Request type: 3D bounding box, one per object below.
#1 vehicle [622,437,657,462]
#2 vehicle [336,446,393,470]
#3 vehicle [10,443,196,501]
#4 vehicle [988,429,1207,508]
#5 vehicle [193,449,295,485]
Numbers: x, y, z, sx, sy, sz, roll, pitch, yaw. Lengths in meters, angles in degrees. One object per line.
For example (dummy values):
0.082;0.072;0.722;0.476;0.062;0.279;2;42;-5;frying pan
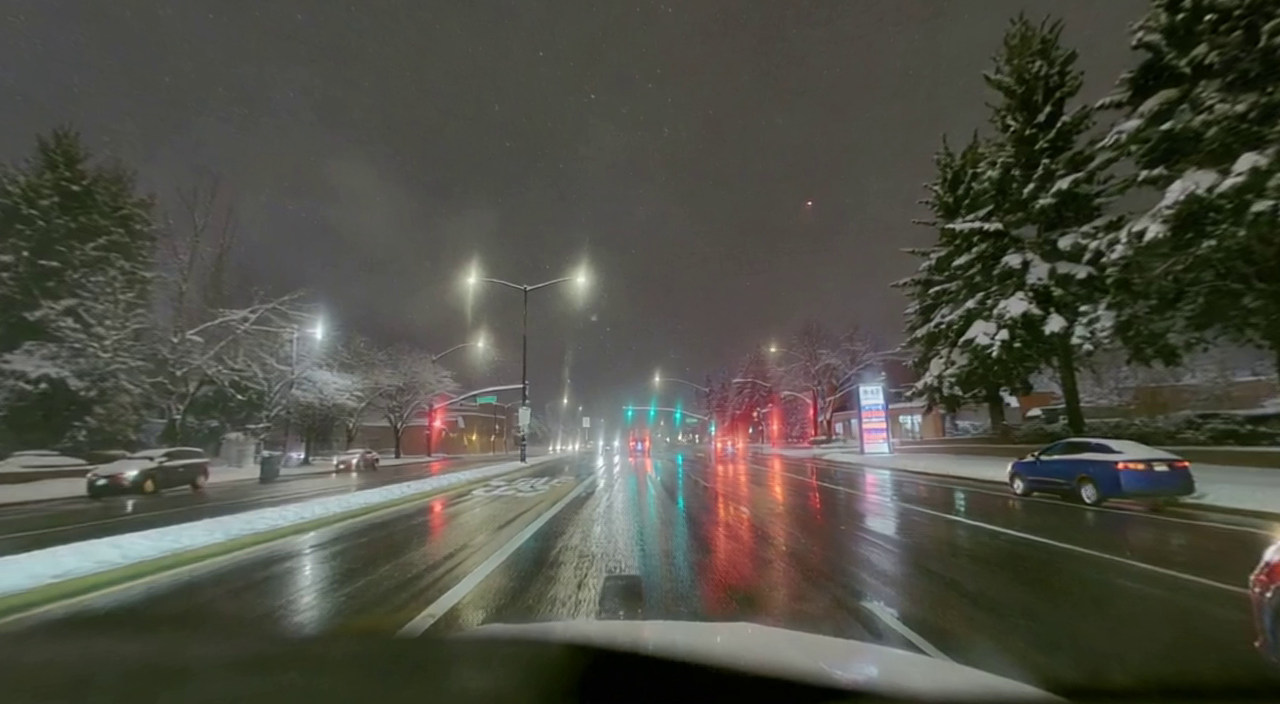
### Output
-0.048;6.149;39.914;2.097;1.480;4.006;0;-8;0;vehicle
-18.028;6.948;41.535;1.865;1.460;4.693;0;-8;-3;vehicle
-18.166;4.026;21.757;1.979;1.770;4.703;-1;-8;5;vehicle
9.898;2.532;14.163;1.824;1.483;4.003;0;-8;-1;vehicle
-17.956;5.190;28.908;1.824;1.453;4.433;0;-8;-1;vehicle
